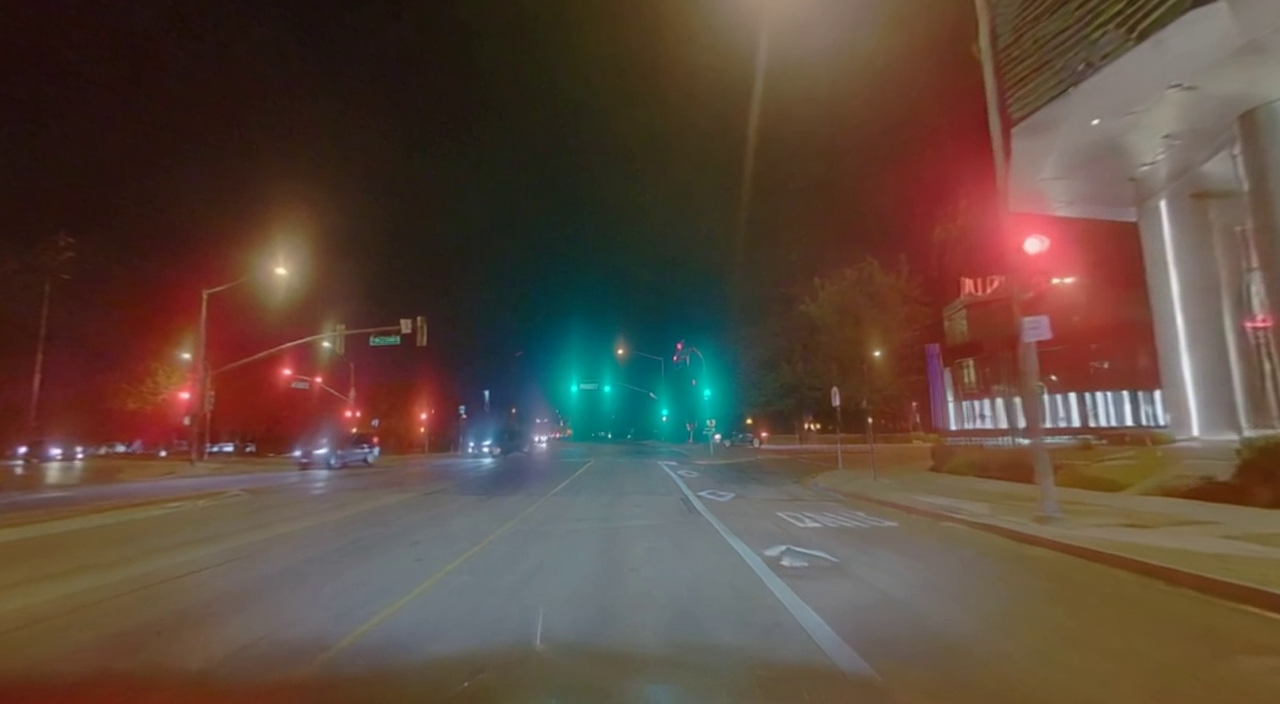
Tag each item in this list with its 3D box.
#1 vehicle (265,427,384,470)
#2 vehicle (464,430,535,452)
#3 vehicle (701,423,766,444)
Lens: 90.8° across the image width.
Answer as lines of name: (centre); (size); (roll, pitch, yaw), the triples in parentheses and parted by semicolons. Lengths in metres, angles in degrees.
vehicle: (-12.852, 3.955, 26.117); (2.111, 1.598, 4.359); (-2, -8, 11)
vehicle: (-9.904, 6.321, 44.850); (1.912, 1.500, 4.577); (-8, -11, 43)
vehicle: (7.260, 6.354, 49.105); (4.572, 1.599, 1.938); (2, -8, -14)
